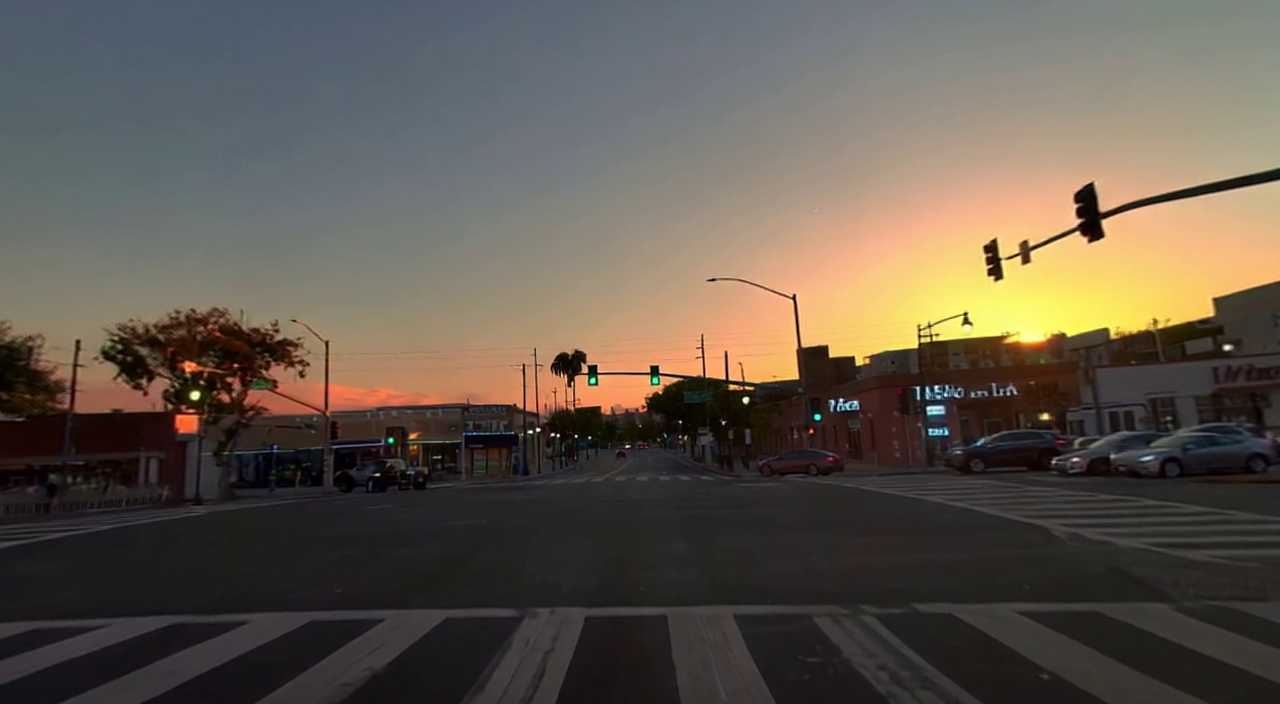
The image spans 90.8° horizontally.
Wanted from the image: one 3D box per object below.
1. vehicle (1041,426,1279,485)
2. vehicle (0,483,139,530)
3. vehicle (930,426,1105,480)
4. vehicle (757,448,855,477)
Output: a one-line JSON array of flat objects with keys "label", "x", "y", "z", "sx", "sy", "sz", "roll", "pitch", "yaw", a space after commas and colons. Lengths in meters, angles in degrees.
[{"label": "vehicle", "x": 14.416, "y": 2.916, "z": 17.821, "sx": 4.835, "sy": 1.487, "sz": 1.913, "roll": -3, "pitch": -9, "yaw": 20}, {"label": "vehicle", "x": -21.167, "y": 5.526, "z": 22.799, "sx": 4.676, "sy": 1.463, "sz": 1.909, "roll": -1, "pitch": -8, "yaw": 6}, {"label": "vehicle", "x": 12.962, "y": 3.518, "z": 22.137, "sx": 4.916, "sy": 1.730, "sz": 1.986, "roll": -4, "pitch": -9, "yaw": 22}, {"label": "vehicle", "x": 8.961, "y": 5.955, "z": 34.223, "sx": 4.728, "sy": 1.468, "sz": 2.083, "roll": -5, "pitch": -10, "yaw": 31}]
